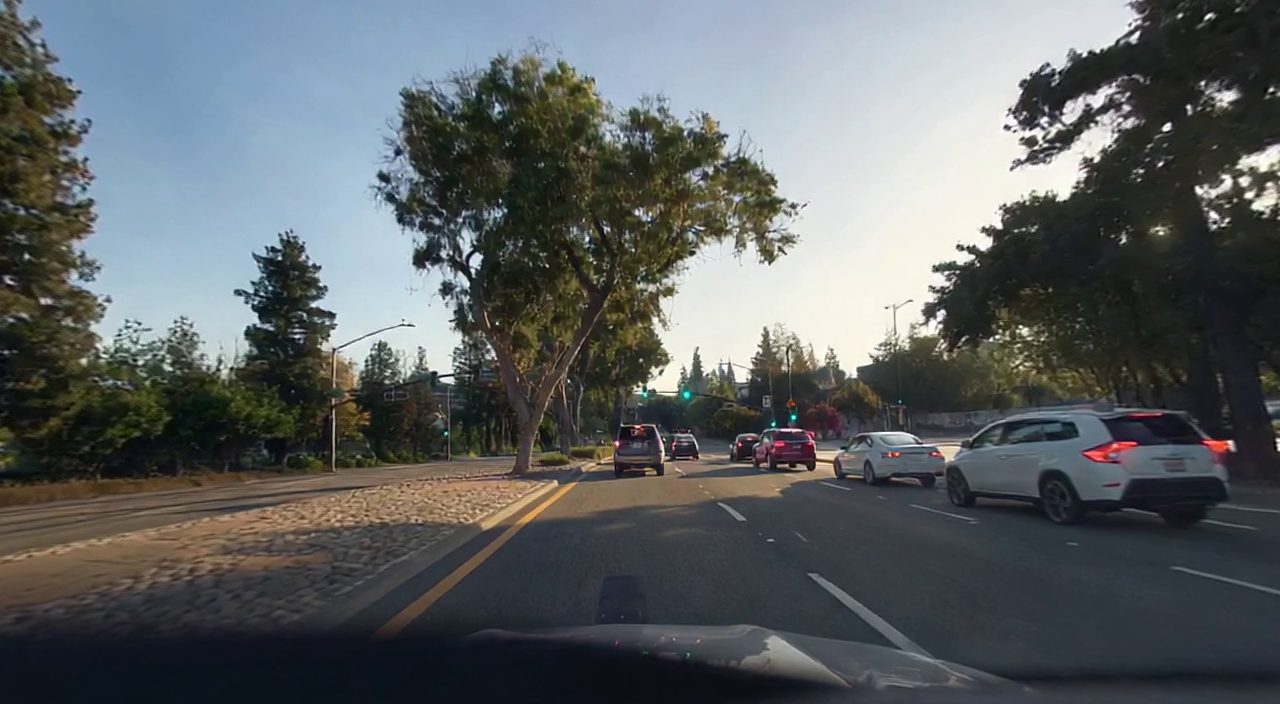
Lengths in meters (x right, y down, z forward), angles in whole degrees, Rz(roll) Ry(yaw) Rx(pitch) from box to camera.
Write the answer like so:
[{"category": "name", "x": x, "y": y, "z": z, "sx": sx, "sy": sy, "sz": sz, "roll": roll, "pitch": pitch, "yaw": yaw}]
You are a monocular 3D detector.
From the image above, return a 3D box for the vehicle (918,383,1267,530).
[{"category": "vehicle", "x": 7.064, "y": 1.742, "z": 10.835, "sx": 2.226, "sy": 1.913, "sz": 4.901, "roll": 0, "pitch": -9, "yaw": -1}]

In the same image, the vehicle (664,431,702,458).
[{"category": "vehicle", "x": 3.074, "y": 6.781, "z": 46.258, "sx": 2.388, "sy": 1.833, "sz": 4.506, "roll": 0, "pitch": -9, "yaw": -1}]

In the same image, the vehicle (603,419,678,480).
[{"category": "vehicle", "x": -0.004, "y": 3.387, "z": 21.975, "sx": 2.353, "sy": 1.894, "sz": 4.122, "roll": 0, "pitch": -9, "yaw": 0}]

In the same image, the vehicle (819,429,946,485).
[{"category": "vehicle", "x": 7.311, "y": 3.233, "z": 19.696, "sx": 2.004, "sy": 1.504, "sz": 4.836, "roll": 0, "pitch": -9, "yaw": -1}]

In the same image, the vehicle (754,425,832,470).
[{"category": "vehicle", "x": 6.987, "y": 4.447, "z": 29.521, "sx": 2.251, "sy": 1.873, "sz": 5.346, "roll": 0, "pitch": -9, "yaw": 0}]
